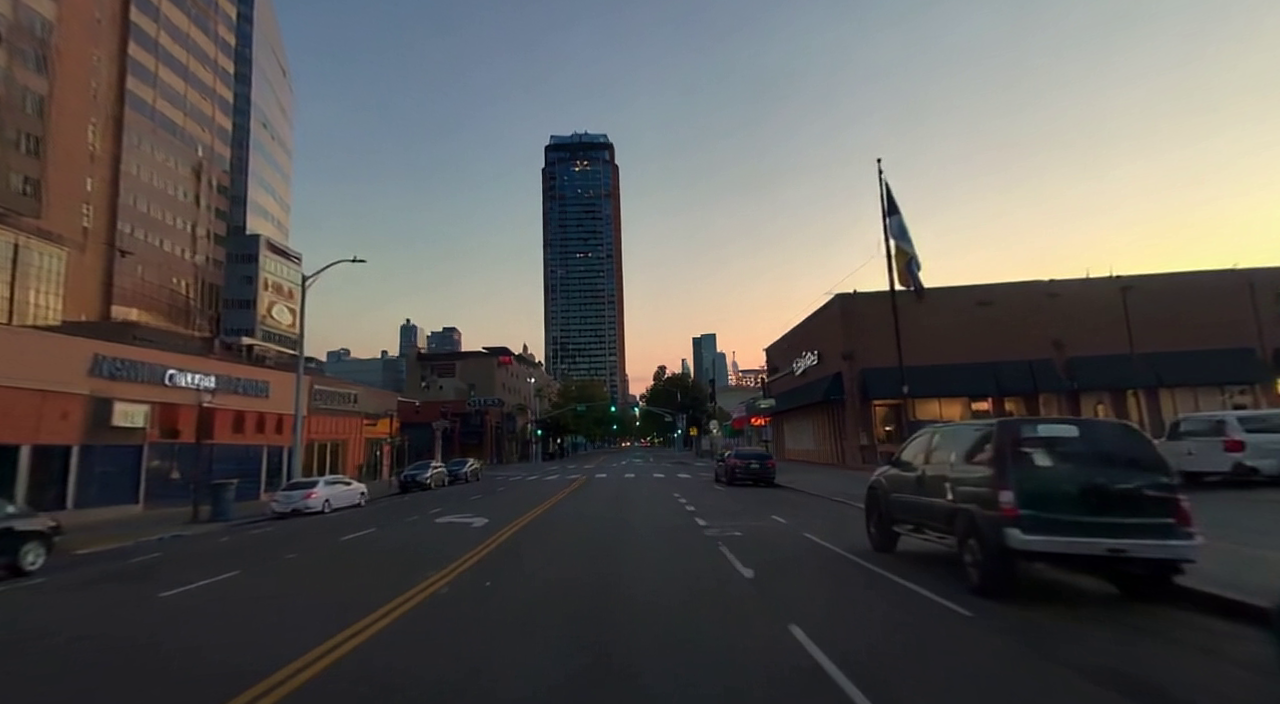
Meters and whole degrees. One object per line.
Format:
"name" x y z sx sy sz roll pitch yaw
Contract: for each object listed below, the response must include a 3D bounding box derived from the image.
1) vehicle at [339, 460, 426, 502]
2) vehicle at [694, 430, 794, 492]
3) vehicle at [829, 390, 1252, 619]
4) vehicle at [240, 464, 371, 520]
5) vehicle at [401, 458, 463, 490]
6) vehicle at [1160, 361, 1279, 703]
"vehicle" -10.850 5.437 26.982 1.803 1.489 4.404 0 -8 1
"vehicle" 3.559 3.896 23.031 2.492 1.909 5.830 0 -8 -1
"vehicle" 4.161 1.652 7.879 1.996 1.932 4.821 0 -8 -1
"vehicle" -10.868 4.536 20.984 1.861 1.473 4.633 0 -8 -1
"vehicle" -10.827 6.359 33.225 1.748 1.478 4.413 0 -8 0
"vehicle" 3.843 0.638 0.824 2.118 1.779 5.121 -1 -8 3
